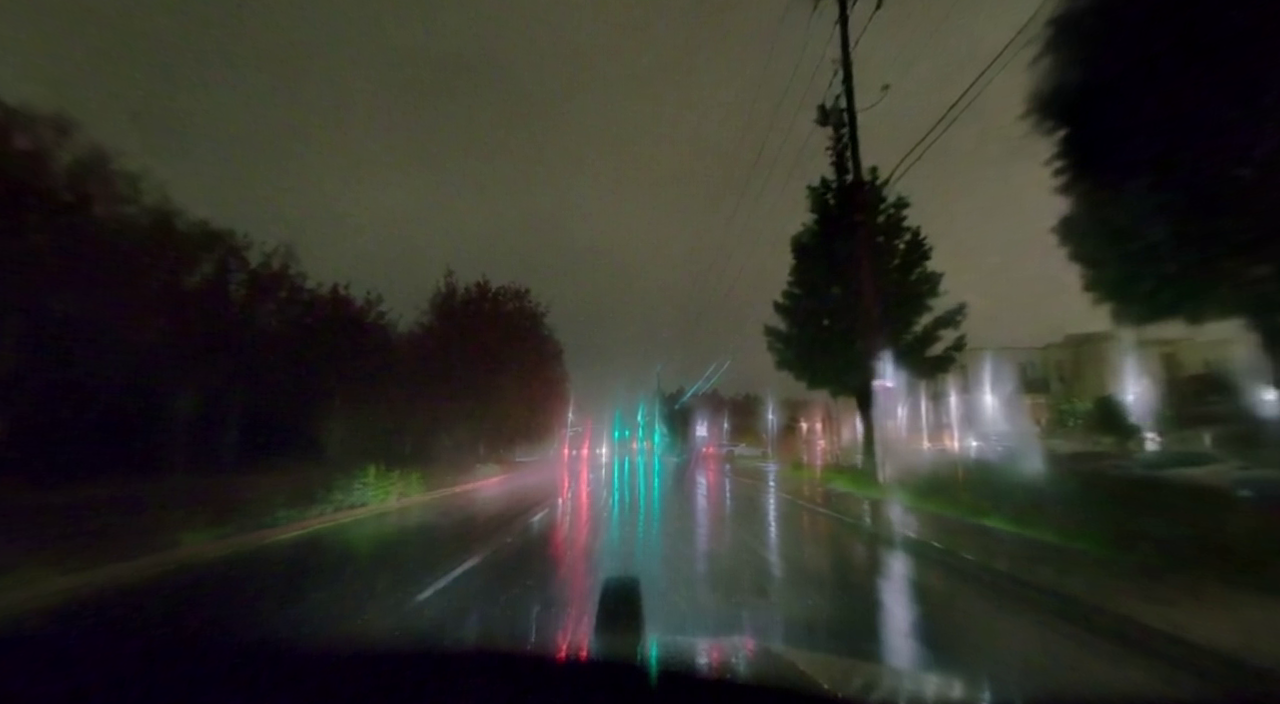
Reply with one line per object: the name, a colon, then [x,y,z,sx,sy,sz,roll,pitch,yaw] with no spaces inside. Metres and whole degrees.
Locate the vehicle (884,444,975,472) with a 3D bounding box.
vehicle: [16.334,5.978,35.715,4.226,1.499,1.943,1,-8,-11]

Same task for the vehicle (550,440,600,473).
vehicle: [-3.222,5.238,32.107,2.030,1.550,3.925,0,-8,1]

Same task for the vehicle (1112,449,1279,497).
vehicle: [18.003,3.859,20.341,4.230,1.384,1.882,1,-8,-7]
